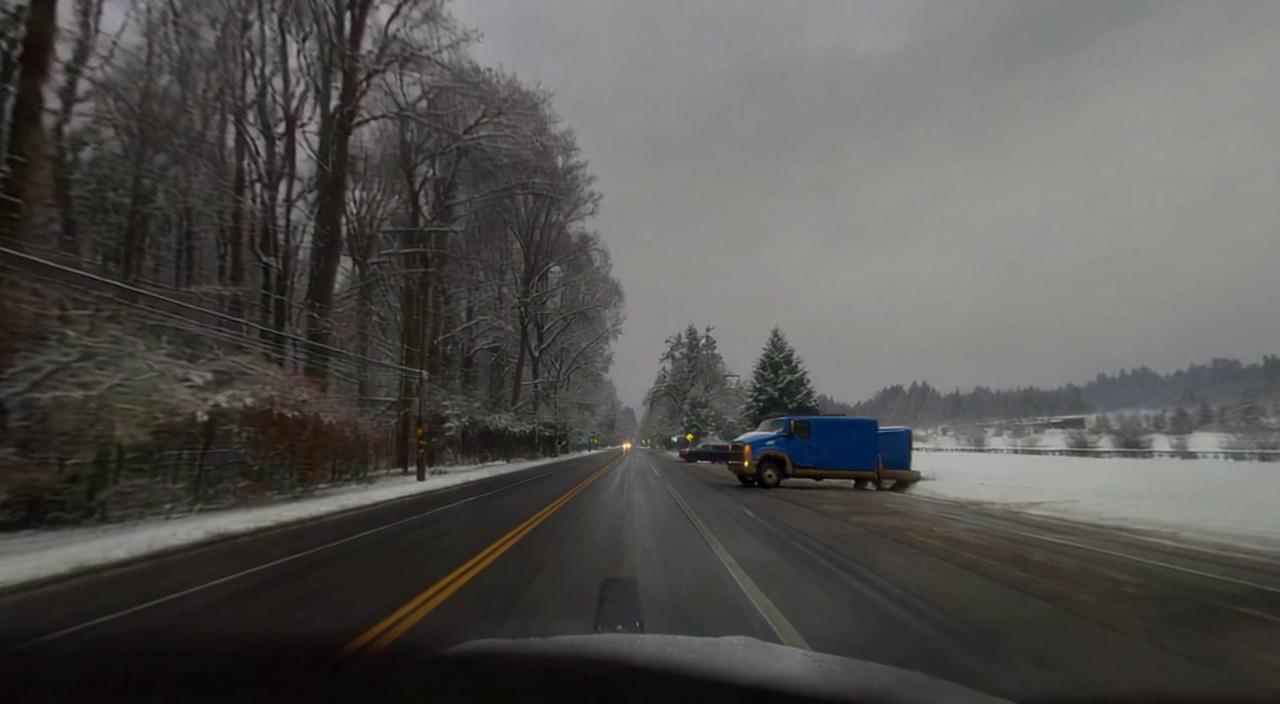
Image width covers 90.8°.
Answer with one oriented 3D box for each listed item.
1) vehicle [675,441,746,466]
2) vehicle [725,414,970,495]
[{"bbox_3d":[5.032,7.319,45.471,4.791,1.706,1.963,1,-9,-5],"label":"vehicle"},{"bbox_3d":[6.233,3.168,19.776,6.645,2.298,2.763,0,-9,-3],"label":"vehicle"}]
